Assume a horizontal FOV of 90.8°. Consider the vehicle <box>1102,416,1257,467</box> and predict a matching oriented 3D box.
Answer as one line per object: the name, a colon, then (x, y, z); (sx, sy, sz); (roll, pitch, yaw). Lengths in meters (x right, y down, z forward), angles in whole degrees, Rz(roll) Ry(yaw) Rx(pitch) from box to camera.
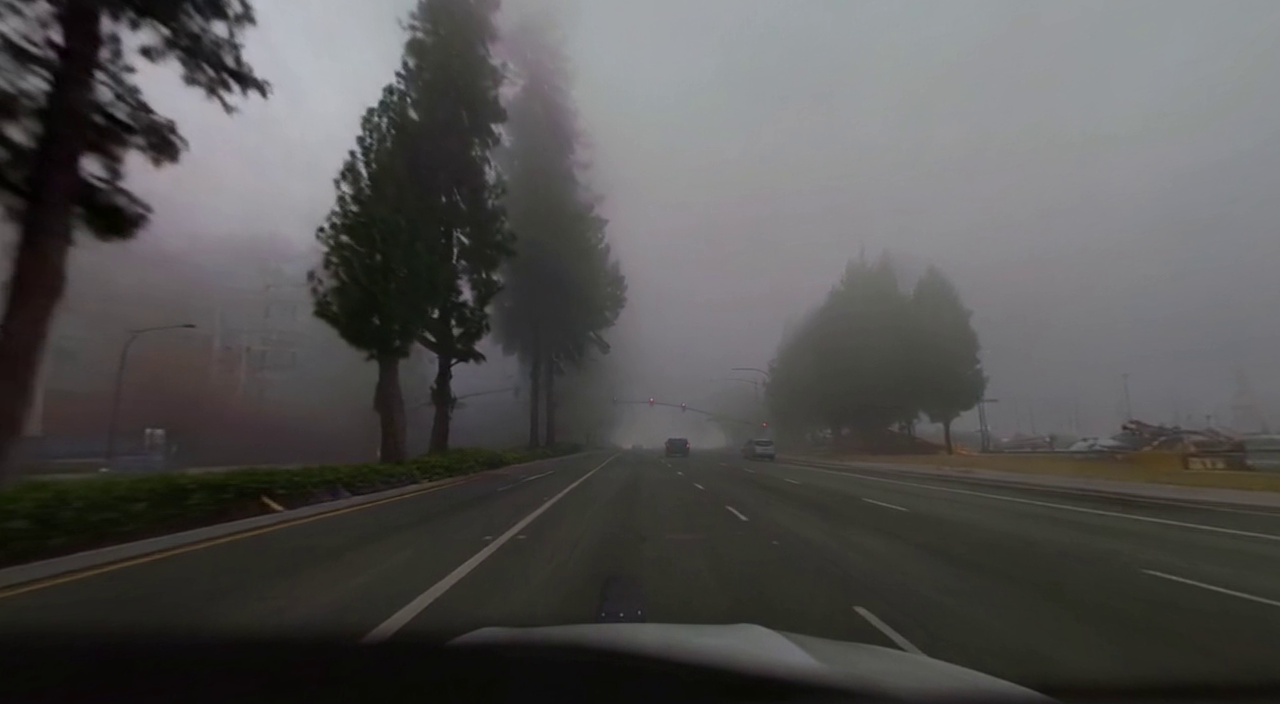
vehicle: (20.454, 3.392, 24.367); (2.222, 1.742, 5.231); (-1, -7, 12)
